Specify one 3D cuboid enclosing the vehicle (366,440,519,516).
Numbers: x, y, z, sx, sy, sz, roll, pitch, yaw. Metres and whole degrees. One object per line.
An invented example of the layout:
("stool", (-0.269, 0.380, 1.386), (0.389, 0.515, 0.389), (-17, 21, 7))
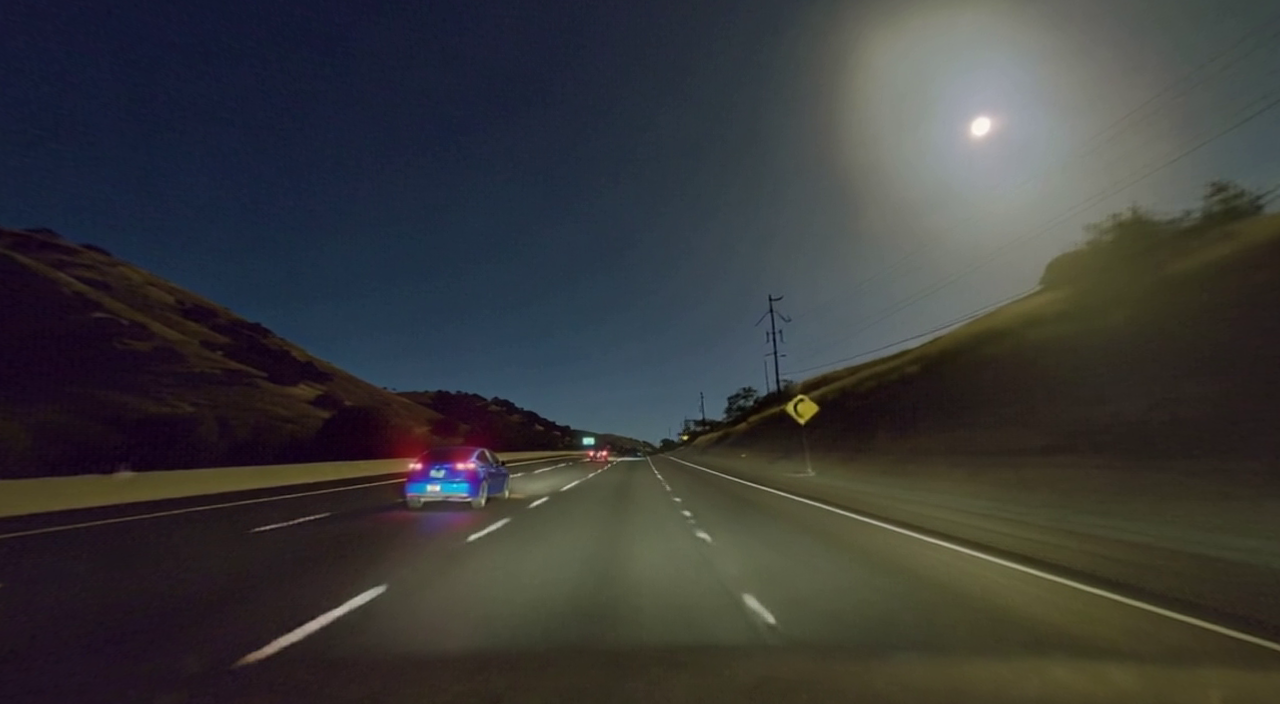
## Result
("vehicle", (-4.438, 2.912, 15.205), (2.064, 1.489, 4.966), (0, -9, 0))
